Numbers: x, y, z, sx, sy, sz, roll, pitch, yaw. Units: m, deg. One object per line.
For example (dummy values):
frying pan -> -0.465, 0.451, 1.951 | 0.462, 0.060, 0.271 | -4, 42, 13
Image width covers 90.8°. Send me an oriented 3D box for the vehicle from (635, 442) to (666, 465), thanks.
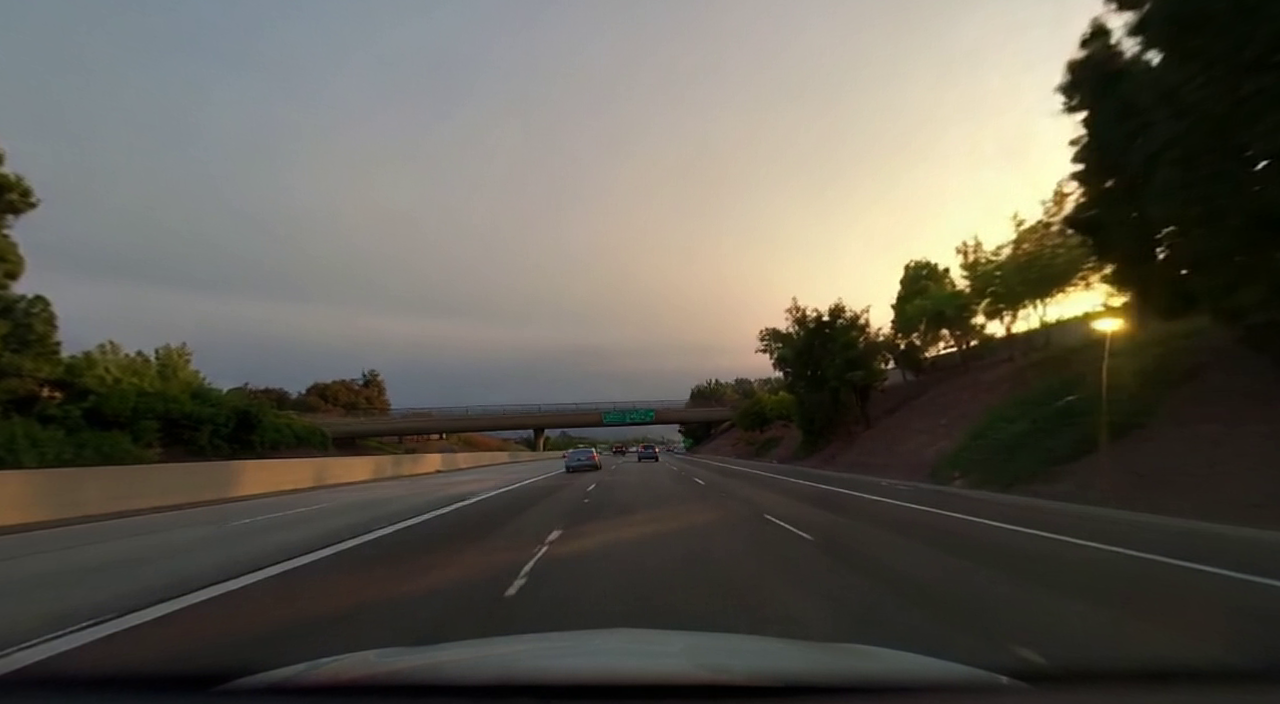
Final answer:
vehicle -> 0.634, 6.806, 42.433 | 1.970, 1.477, 4.158 | 0, -9, -1
